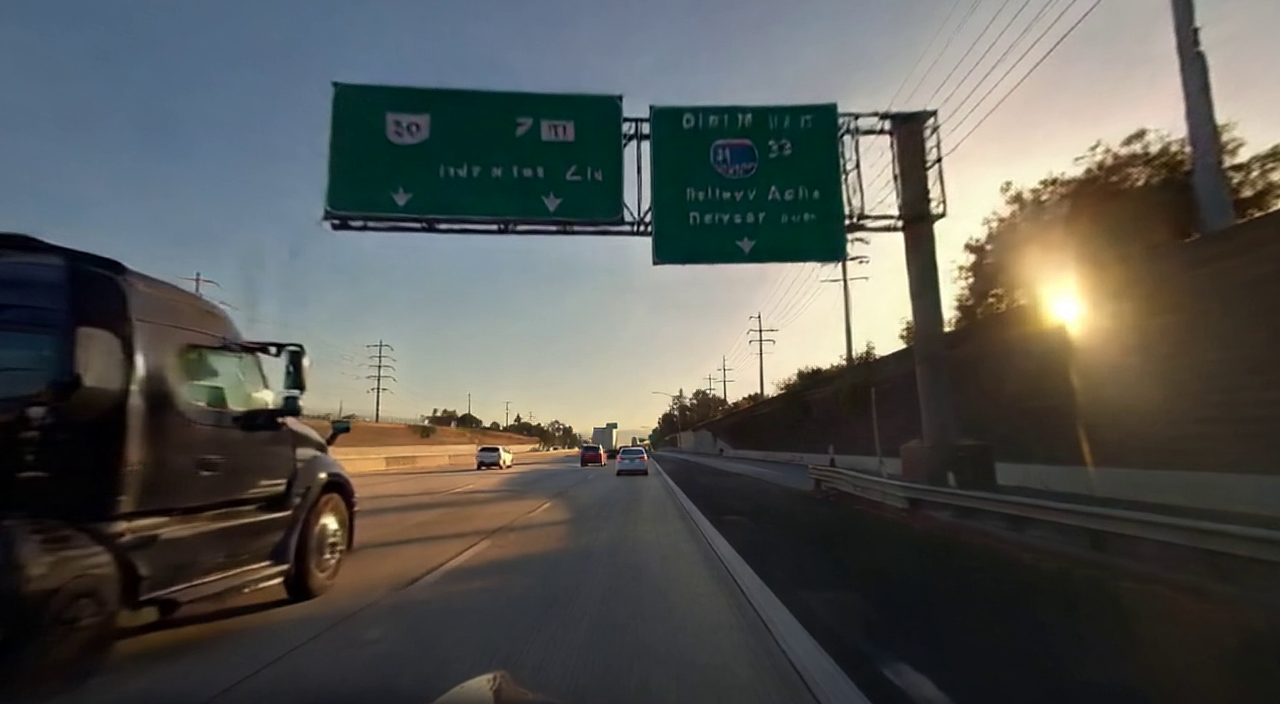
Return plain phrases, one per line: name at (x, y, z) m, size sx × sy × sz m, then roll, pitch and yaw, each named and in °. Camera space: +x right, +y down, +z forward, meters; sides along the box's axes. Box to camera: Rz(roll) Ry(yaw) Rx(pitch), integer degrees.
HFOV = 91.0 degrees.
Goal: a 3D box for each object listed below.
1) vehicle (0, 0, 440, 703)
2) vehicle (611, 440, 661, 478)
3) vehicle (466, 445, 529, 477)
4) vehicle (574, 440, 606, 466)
vehicle at (-3.544, 0.005, 1.451) m, size 3.023 × 3.246 × 9.102 m, roll 0°, pitch -9°, yaw 1°
vehicle at (-0.176, 5.043, 29.878) m, size 2.178 × 1.640 × 4.071 m, roll 0°, pitch -9°, yaw 0°
vehicle at (-7.094, 5.452, 31.795) m, size 2.025 × 1.510 × 4.582 m, roll 0°, pitch -9°, yaw 1°
vehicle at (-3.834, 7.829, 48.863) m, size 2.109 × 1.840 × 4.614 m, roll 0°, pitch -9°, yaw 0°
